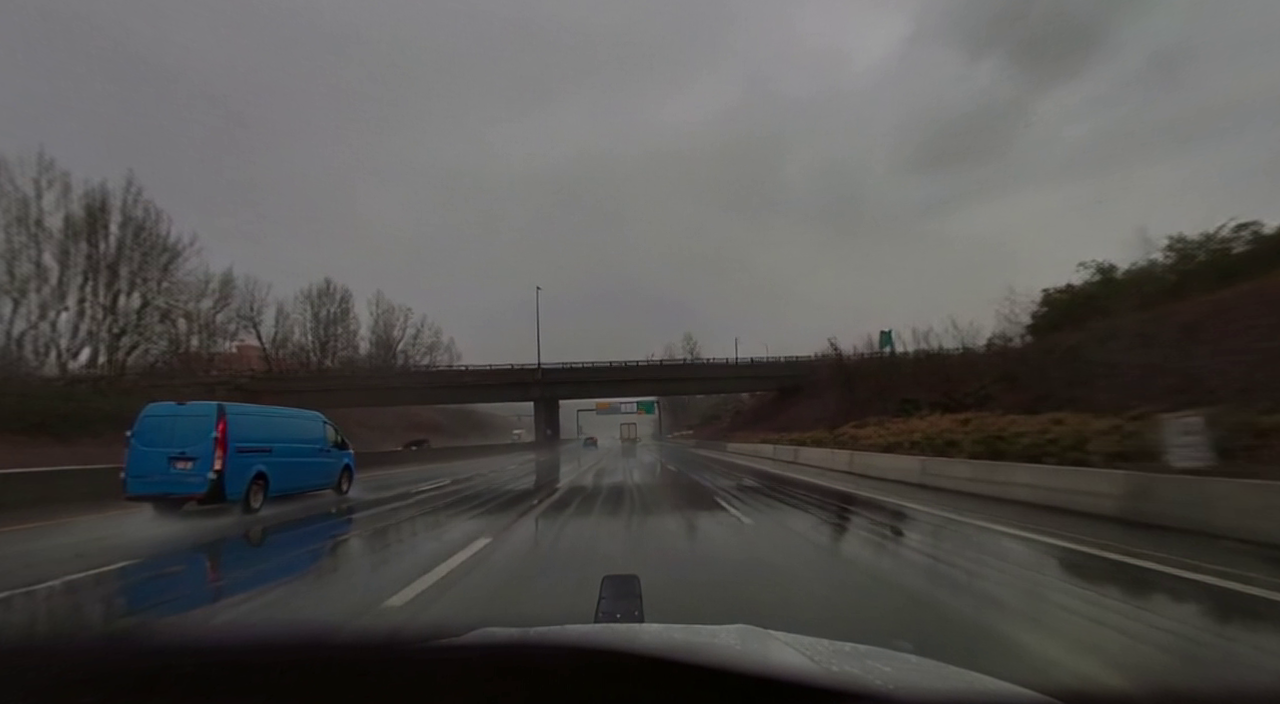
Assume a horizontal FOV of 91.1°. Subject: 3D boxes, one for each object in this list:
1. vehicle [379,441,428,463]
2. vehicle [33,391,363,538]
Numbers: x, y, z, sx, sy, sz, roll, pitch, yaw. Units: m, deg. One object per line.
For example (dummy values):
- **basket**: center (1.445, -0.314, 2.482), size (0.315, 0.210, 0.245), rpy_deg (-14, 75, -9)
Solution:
- **vehicle**: center (-16.950, 7.179, 45.250), size (1.890, 1.468, 4.385), rpy_deg (0, -8, 0)
- **vehicle**: center (-7.244, 1.903, 11.343), size (2.150, 1.996, 5.341), rpy_deg (0, -8, -1)
